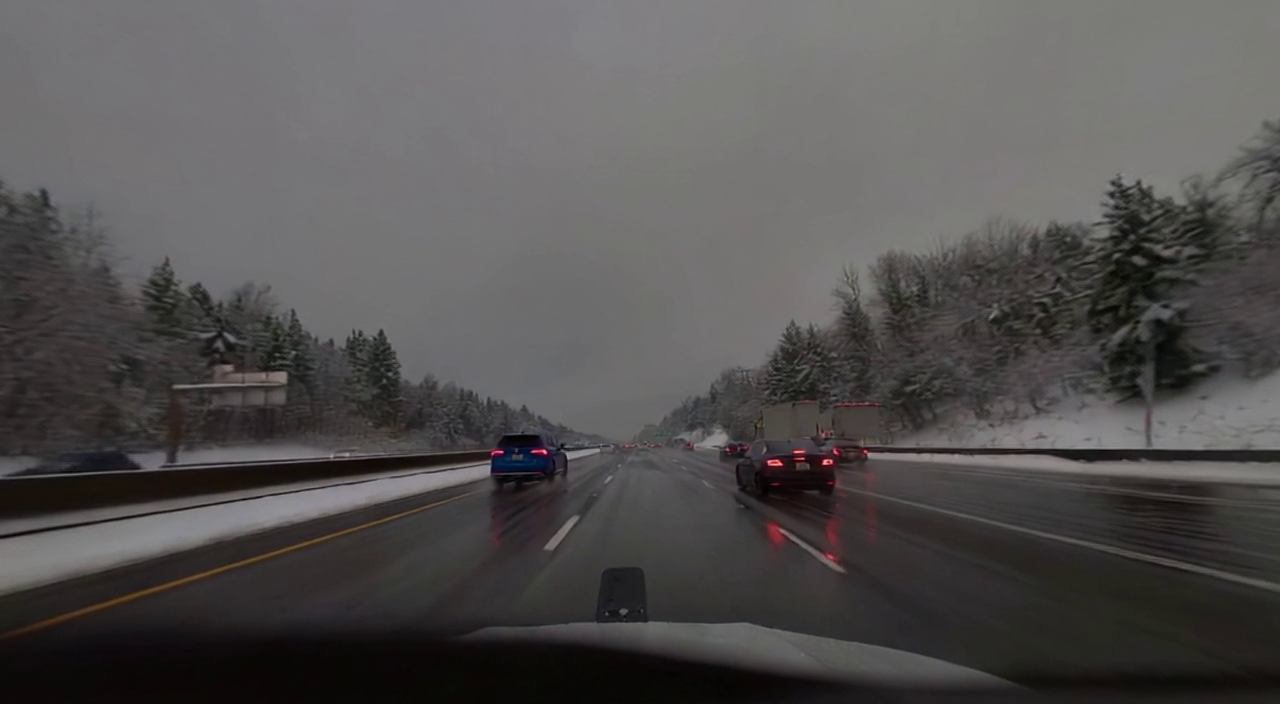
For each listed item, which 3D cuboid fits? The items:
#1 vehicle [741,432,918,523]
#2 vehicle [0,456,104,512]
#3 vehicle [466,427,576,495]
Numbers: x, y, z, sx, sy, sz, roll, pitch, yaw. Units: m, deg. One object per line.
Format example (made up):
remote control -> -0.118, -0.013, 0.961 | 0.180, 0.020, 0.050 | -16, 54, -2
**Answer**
vehicle -> 3.536, 2.445, 12.874 | 2.080, 1.493, 4.674 | 0, -9, -1
vehicle -> -19.342, 3.989, 19.293 | 1.801, 1.554, 4.584 | 0, -9, 0
vehicle -> -3.420, 3.287, 19.355 | 2.218, 1.764, 5.229 | 0, -9, 1
